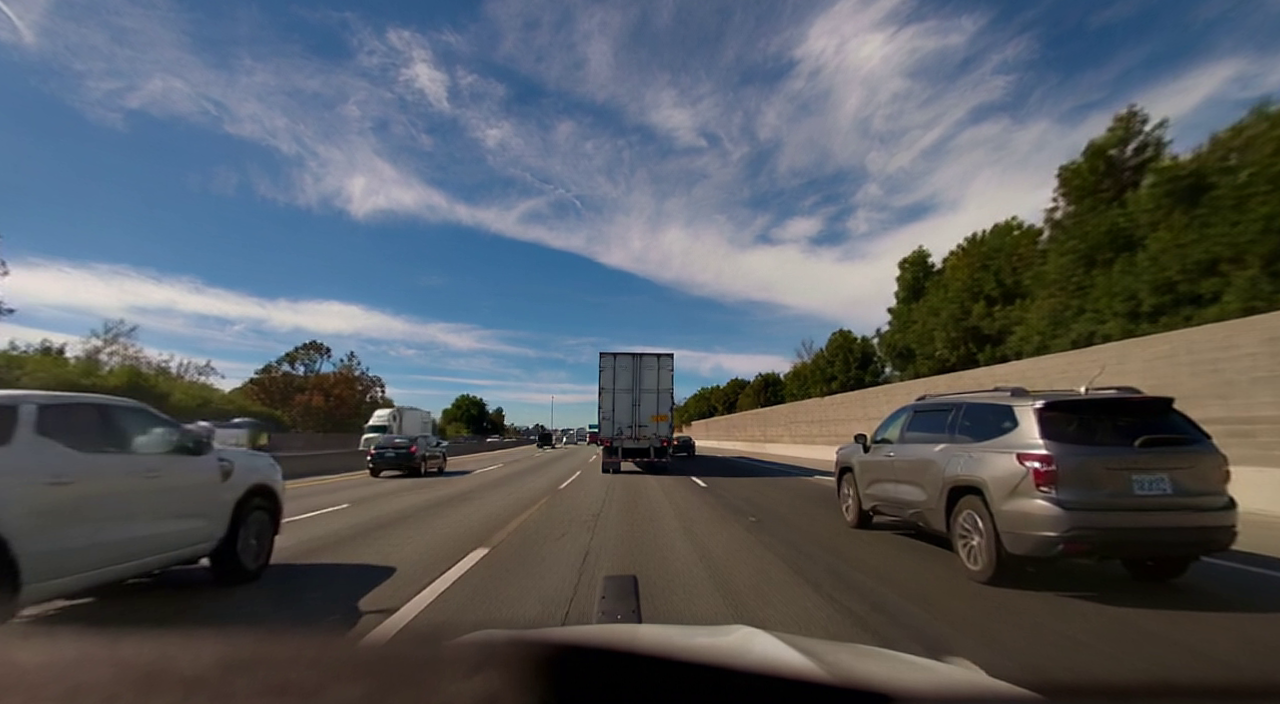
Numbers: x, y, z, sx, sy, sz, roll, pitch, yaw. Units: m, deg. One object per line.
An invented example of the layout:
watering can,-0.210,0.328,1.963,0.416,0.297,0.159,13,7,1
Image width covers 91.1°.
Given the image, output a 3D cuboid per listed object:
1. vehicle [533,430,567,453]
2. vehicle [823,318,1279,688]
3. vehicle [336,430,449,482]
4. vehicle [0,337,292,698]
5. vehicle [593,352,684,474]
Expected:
vehicle,-6.777,6.784,47.581,2.134,1.650,4.133,0,-8,-2
vehicle,3.500,1.060,5.638,2.118,1.832,4.901,0,-8,-2
vehicle,-7.848,3.316,20.403,2.059,1.500,4.001,0,-8,-1
vehicle,-4.206,0.857,3.411,2.134,1.752,4.375,0,-8,-1
vehicle,-0.346,2.663,25.526,2.904,3.915,10.473,0,-8,-3
